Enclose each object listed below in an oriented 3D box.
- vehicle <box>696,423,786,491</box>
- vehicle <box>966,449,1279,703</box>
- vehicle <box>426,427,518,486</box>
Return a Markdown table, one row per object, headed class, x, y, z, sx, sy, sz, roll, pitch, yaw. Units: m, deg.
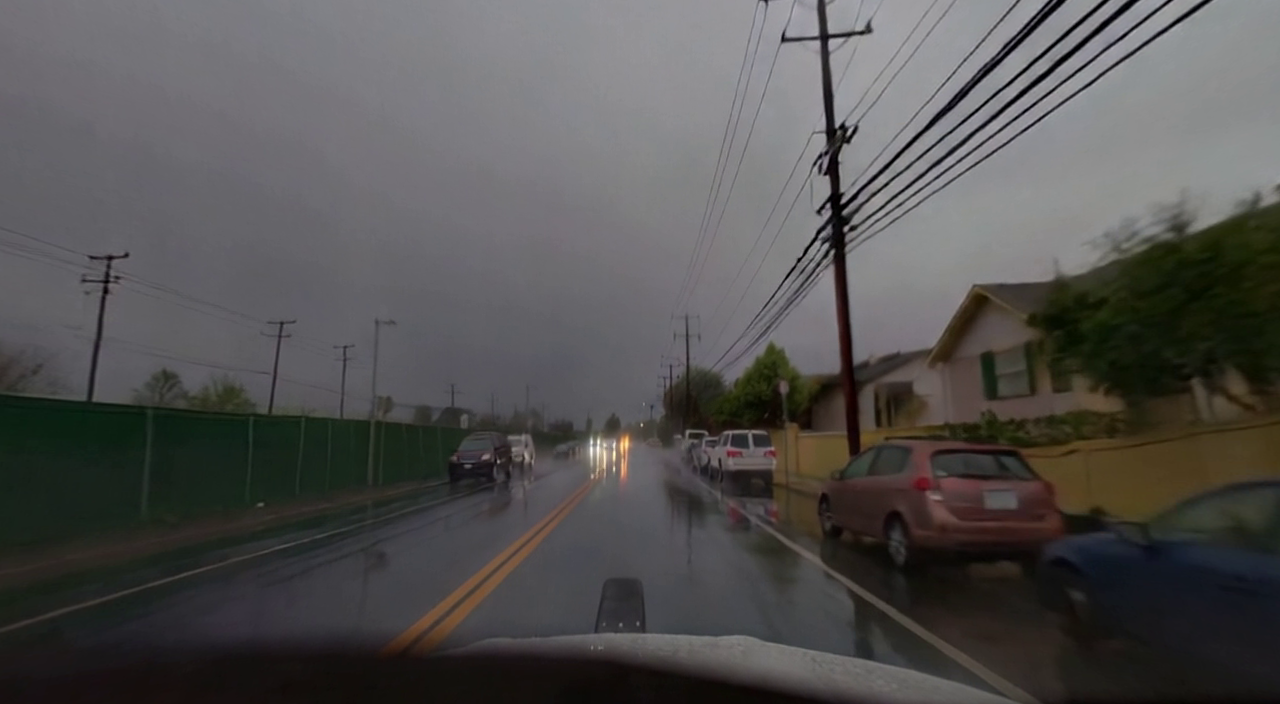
| class | x | y | z | sx | sy | sz | roll | pitch | yaw |
| --- | --- | --- | --- | --- | --- | --- | --- | --- | --- |
| vehicle | 3.277 | 3.560 | 21.722 | 2.053 | 2.005 | 5.495 | 0 | -8 | -1 |
| vehicle | 3.596 | 1.141 | 2.874 | 1.984 | 1.342 | 4.066 | 0 | -8 | -1 |
| vehicle | -6.700 | 4.215 | 25.921 | 2.268 | 2.154 | 5.321 | 0 | -8 | 0 |
